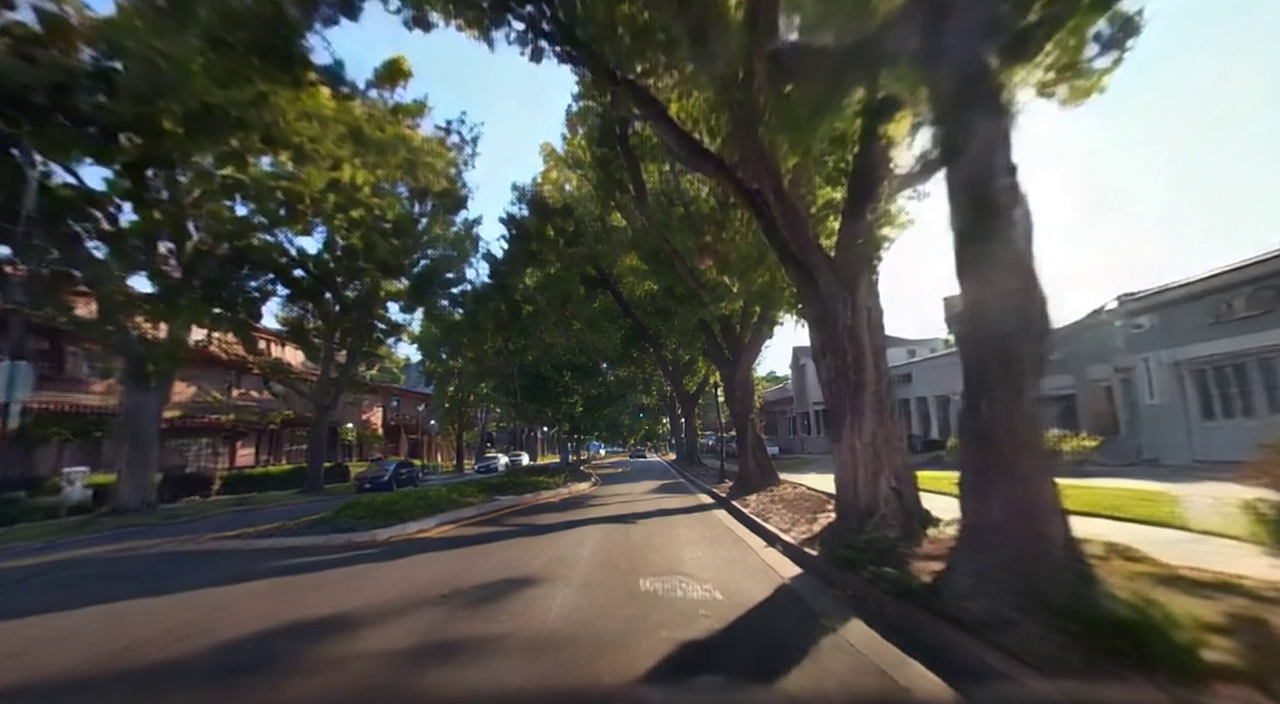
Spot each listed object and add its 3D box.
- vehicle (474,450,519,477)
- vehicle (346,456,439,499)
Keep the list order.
[{"bbox_3d":[-10.215,7.928,45.112,1.995,1.657,4.609,-2,-8,3],"label":"vehicle"},{"bbox_3d":[-9.976,5.075,25.847,1.892,1.484,4.576,0,-9,1],"label":"vehicle"}]
